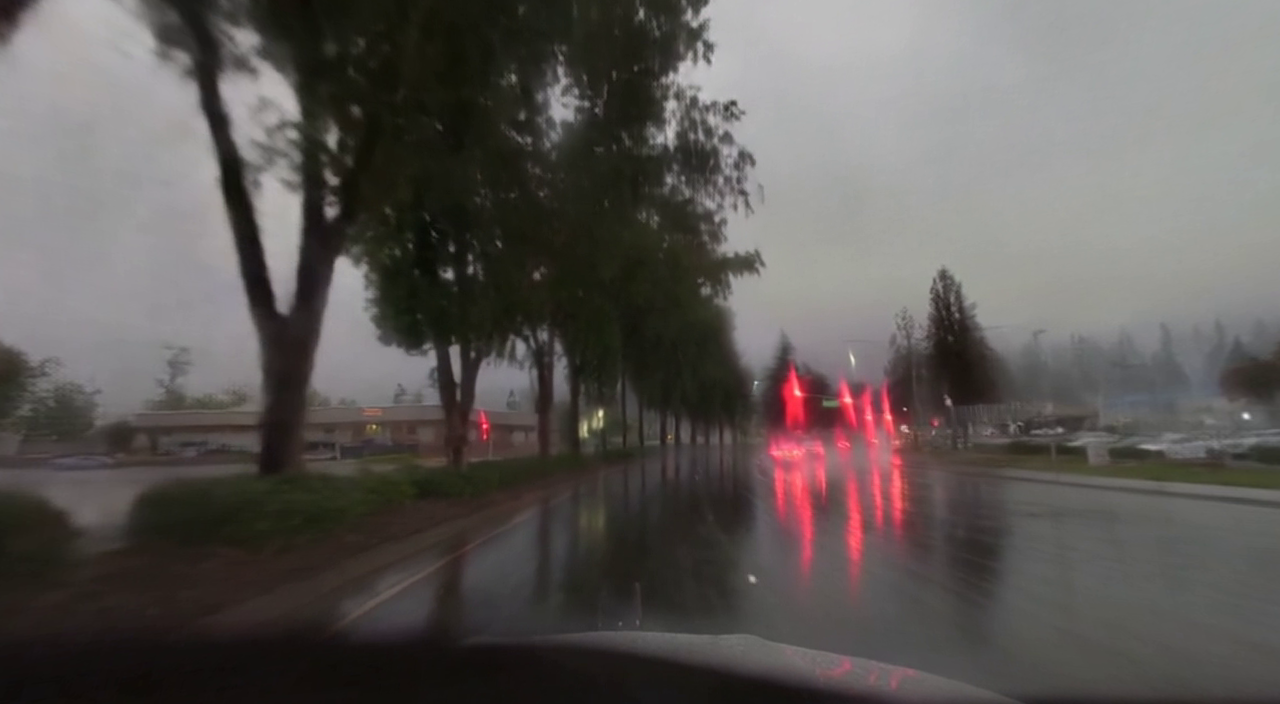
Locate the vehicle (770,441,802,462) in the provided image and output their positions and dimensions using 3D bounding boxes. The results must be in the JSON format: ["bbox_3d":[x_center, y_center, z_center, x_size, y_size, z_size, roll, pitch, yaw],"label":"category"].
[{"bbox_3d":[10.998,7.509,47.755,1.988,1.460,3.996,-1,-8,7],"label":"vehicle"}]
